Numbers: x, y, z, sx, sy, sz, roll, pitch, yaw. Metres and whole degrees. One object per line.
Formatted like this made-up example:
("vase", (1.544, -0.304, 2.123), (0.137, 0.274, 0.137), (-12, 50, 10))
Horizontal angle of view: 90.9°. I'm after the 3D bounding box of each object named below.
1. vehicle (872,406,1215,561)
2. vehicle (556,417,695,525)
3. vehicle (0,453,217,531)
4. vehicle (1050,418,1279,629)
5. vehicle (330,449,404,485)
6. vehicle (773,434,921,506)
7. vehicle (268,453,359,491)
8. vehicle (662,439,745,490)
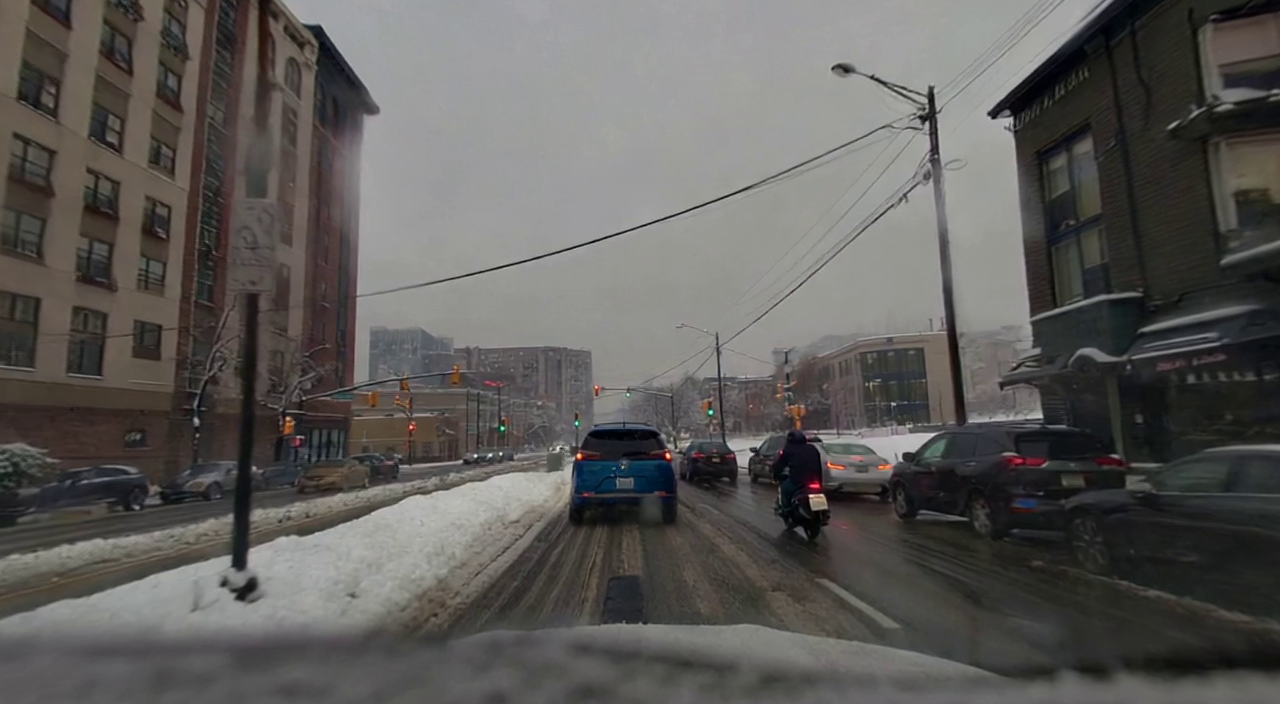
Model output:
("vehicle", (5.361, 1.796, 9.272), (2.094, 1.719, 4.150), (0, -9, -3))
("vehicle", (-0.300, 2.265, 12.467), (2.265, 1.748, 4.130), (0, -9, -2))
("vehicle", (-13.883, 3.607, 16.916), (1.880, 1.702, 4.719), (0, -9, -2))
("vehicle", (5.552, 1.248, 4.604), (1.801, 1.516, 4.868), (0, -9, 0))
("vehicle", (-15.237, 6.391, 35.486), (2.267, 1.831, 4.702), (0, -9, -4))
("vehicle", (4.985, 2.909, 16.018), (2.012, 1.532, 4.565), (0, -9, -3))
("vehicle", (-18.615, 6.831, 36.396), (2.400, 1.913, 6.066), (0, -9, -4))
("vehicle", (1.976, 3.704, 21.193), (2.101, 1.507, 4.355), (0, -9, -3))
